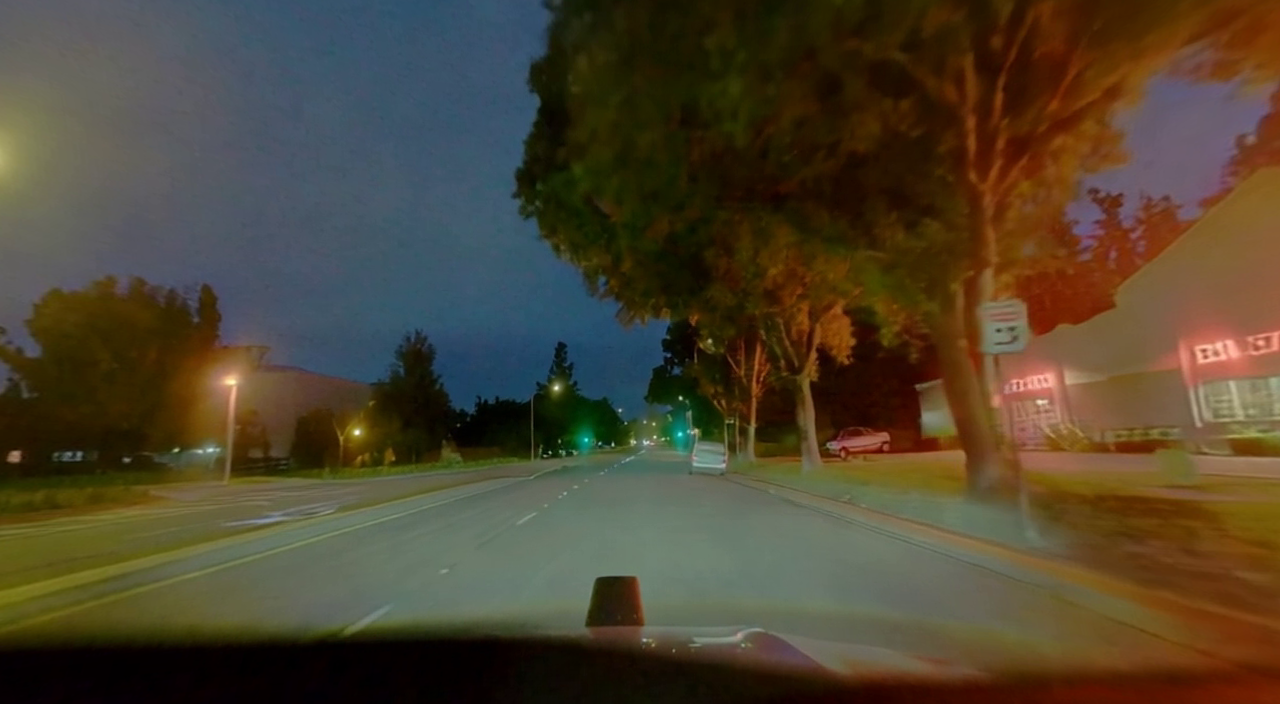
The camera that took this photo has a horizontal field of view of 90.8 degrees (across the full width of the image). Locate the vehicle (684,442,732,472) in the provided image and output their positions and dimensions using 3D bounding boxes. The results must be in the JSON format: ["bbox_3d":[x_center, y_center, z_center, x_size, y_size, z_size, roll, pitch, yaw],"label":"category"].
[{"bbox_3d":[3.621,5.695,34.536,2.080,1.503,4.821,0,-8,0],"label":"vehicle"}]

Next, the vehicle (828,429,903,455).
[{"bbox_3d":[15.102,6.058,42.515,4.290,1.717,2.013,-1,-8,6],"label":"vehicle"}]

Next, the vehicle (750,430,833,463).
[{"bbox_3d":[10.868,6.838,45.712,5.369,1.860,2.163,-5,-9,3],"label":"vehicle"}]
